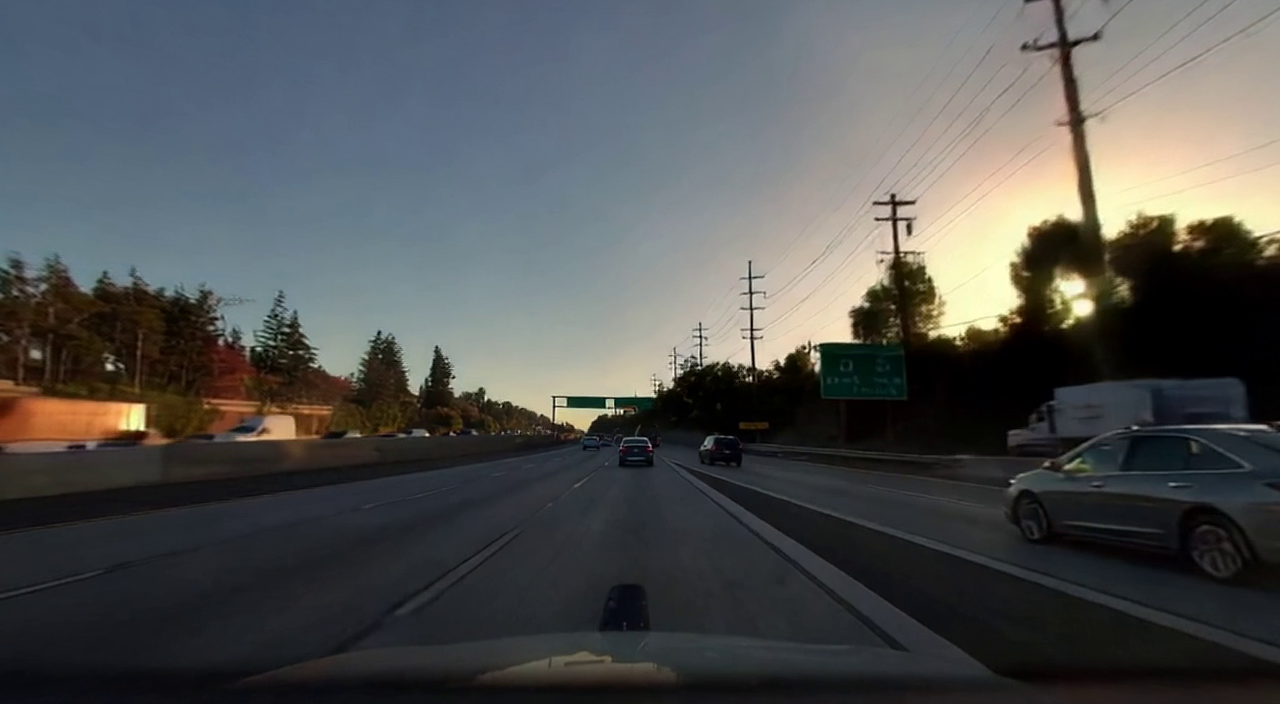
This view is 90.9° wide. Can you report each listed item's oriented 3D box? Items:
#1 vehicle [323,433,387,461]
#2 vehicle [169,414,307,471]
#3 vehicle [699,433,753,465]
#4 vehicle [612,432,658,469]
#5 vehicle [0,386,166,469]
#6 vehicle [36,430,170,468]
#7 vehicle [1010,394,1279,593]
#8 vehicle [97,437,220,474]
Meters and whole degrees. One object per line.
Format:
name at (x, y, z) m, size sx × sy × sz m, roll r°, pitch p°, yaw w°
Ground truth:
vehicle at (-16.602, 5.564, 36.966) m, size 1.838 × 1.551 × 4.182 m, roll 0°, pitch -8°, yaw -2°
vehicle at (-16.526, 3.796, 26.409) m, size 2.208 × 2.085 × 5.448 m, roll 0°, pitch -8°, yaw -1°
vehicle at (4.889, 5.602, 36.614) m, size 2.099 × 1.720 × 4.829 m, roll 1°, pitch -8°, yaw -4°
vehicle at (-0.316, 5.057, 32.445) m, size 2.192 × 1.769 × 4.287 m, roll 0°, pitch -8°, yaw -2°
vehicle at (-27.490, 3.783, 30.805) m, size 2.807 × 3.546 × 7.341 m, roll 0°, pitch -8°, yaw -1°
vehicle at (-24.096, 4.382, 28.582) m, size 2.224 × 1.589 × 4.402 m, roll 0°, pitch -8°, yaw -1°
vehicle at (6.604, 1.437, 6.849) m, size 2.102 × 1.723 × 4.745 m, roll 0°, pitch -8°, yaw -3°
vehicle at (-20.286, 4.377, 26.846) m, size 1.858 × 1.414 × 4.389 m, roll 0°, pitch -8°, yaw -1°
